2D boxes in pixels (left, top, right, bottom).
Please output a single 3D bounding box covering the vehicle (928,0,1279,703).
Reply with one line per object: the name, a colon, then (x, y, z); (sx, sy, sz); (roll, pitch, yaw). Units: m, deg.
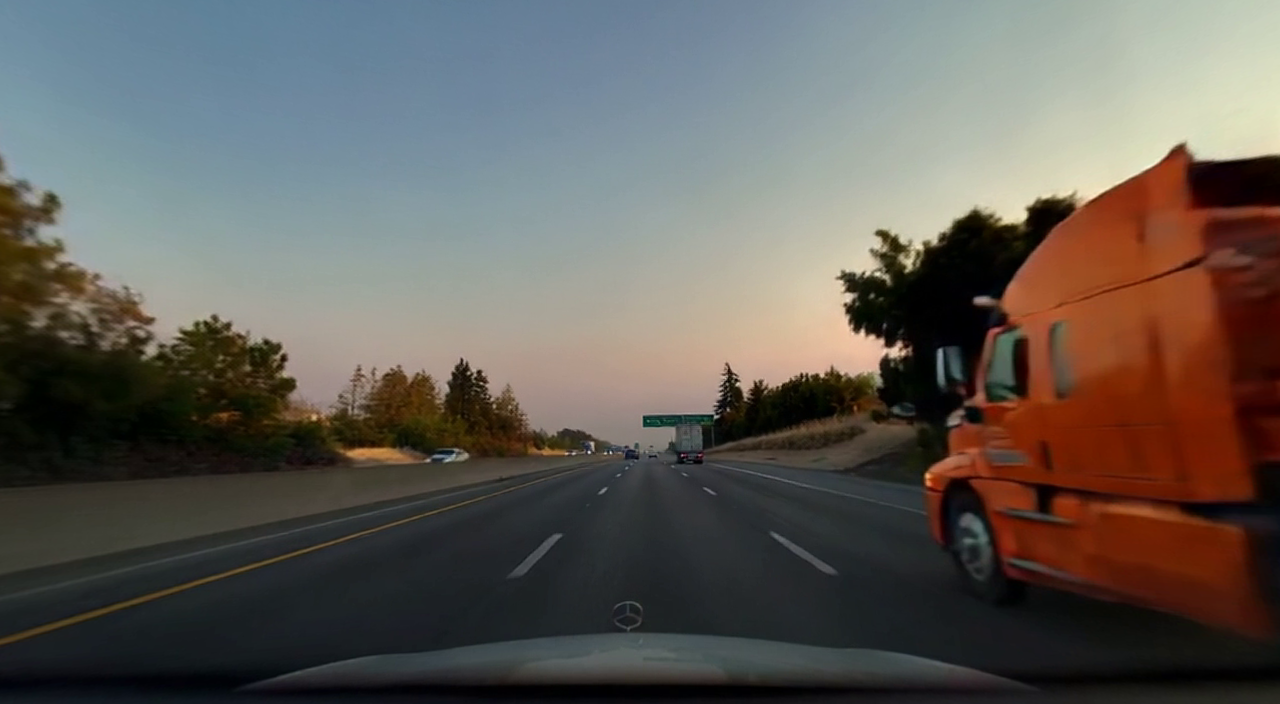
vehicle: (4.065, -0.204, 2.357); (2.992, 3.789, 5.892); (0, -9, 0)
